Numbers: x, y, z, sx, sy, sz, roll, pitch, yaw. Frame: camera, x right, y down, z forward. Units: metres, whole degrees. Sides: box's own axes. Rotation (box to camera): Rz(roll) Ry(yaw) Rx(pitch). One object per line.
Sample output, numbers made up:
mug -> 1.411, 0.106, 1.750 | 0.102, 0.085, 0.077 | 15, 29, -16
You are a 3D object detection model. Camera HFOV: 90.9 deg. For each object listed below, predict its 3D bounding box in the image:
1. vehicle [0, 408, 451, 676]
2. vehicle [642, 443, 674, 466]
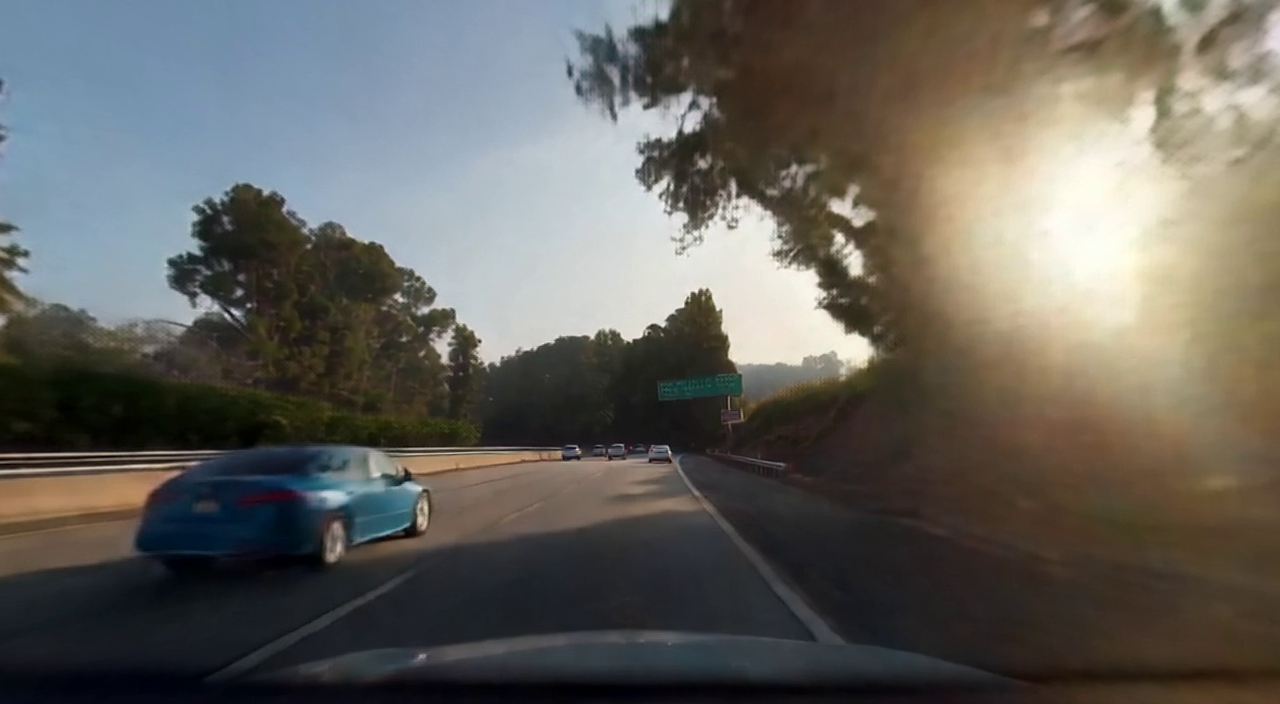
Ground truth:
vehicle -> -3.501, 1.421, 5.924 | 2.024, 1.531, 4.431 | 0, -8, 1
vehicle -> 1.285, 7.053, 43.542 | 2.113, 1.464, 4.073 | 0, -8, 3
